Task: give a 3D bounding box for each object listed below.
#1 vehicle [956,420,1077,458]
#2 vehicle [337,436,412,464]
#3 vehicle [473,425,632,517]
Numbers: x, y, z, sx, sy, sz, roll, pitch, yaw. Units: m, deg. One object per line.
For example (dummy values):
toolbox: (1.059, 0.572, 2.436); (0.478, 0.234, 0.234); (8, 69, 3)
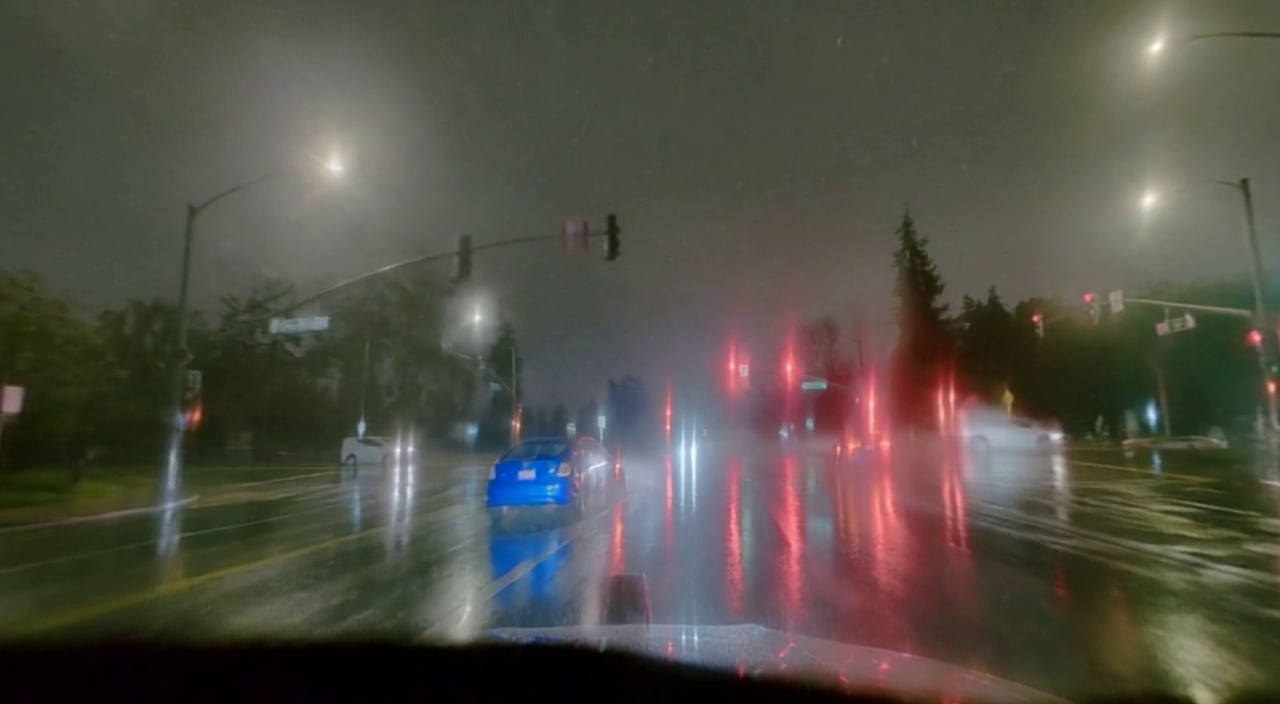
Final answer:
vehicle: (17.587, 4.116, 29.658); (4.406, 1.661, 1.857); (-2, -9, 11)
vehicle: (-16.608, 6.144, 39.485); (3.952, 1.568, 1.788); (-3, -7, 10)
vehicle: (-1.580, 2.376, 13.089); (2.055, 1.573, 4.065); (-2, -9, 10)
